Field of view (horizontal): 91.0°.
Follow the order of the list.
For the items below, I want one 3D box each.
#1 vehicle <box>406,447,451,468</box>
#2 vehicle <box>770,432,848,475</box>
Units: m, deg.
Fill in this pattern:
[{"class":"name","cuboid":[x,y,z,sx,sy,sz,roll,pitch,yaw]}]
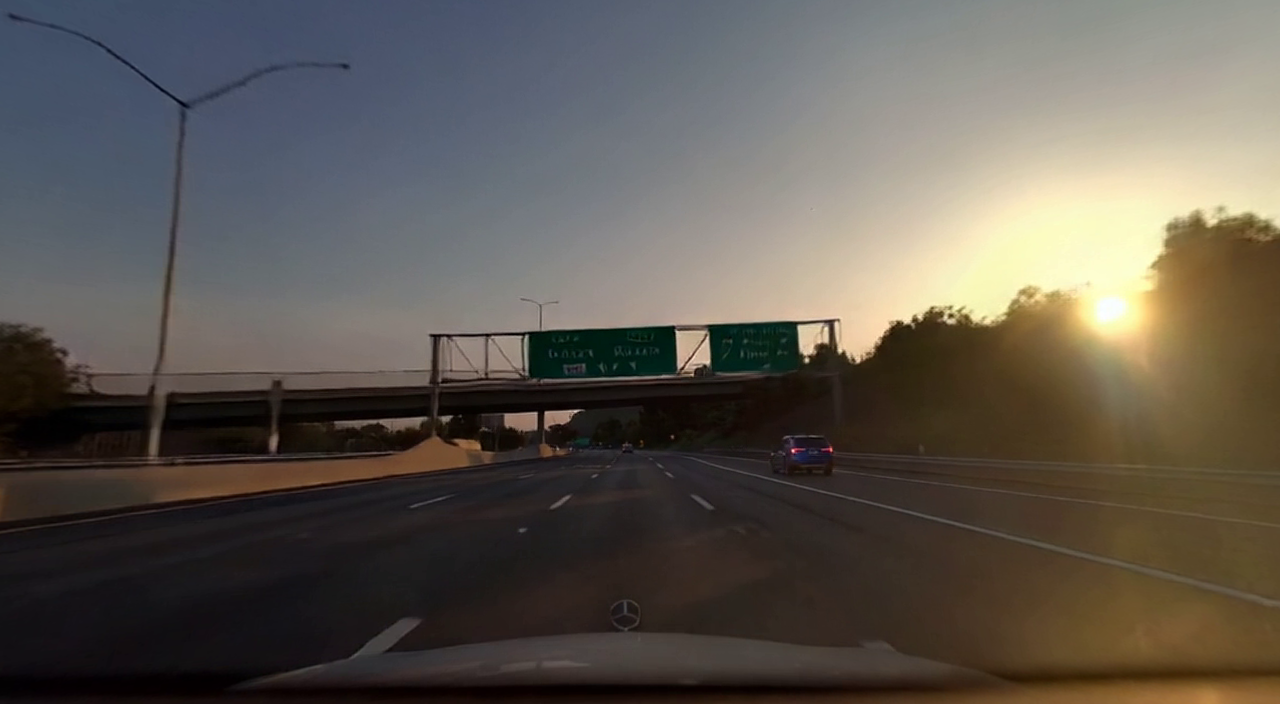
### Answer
[{"class":"vehicle","cuboid":[-15.872,7.901,47.424,1.961,1.511,4.018,0,-9,1]},{"class":"vehicle","cuboid":[7.333,4.444,27.765,2.091,1.711,4.383,0,-9,-2]}]
